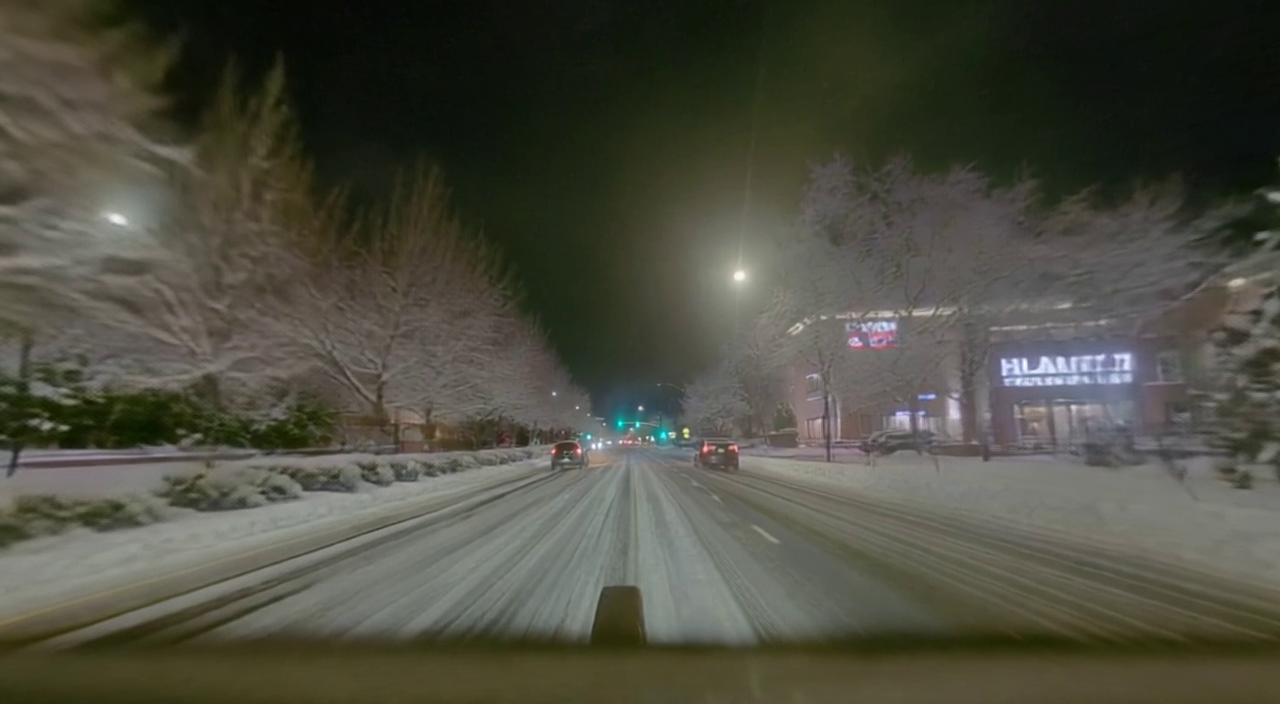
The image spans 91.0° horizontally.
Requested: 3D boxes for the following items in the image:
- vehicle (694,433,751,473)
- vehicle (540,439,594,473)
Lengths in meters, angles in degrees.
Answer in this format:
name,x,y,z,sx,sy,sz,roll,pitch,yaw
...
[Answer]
name,x,y,z,sx,sy,sz,roll,pitch,yaw
vehicle,3.916,4.857,30.566,2.083,1.743,4.354,0,-8,-1
vehicle,-3.324,4.815,29.485,2.005,1.477,4.169,0,-8,0
